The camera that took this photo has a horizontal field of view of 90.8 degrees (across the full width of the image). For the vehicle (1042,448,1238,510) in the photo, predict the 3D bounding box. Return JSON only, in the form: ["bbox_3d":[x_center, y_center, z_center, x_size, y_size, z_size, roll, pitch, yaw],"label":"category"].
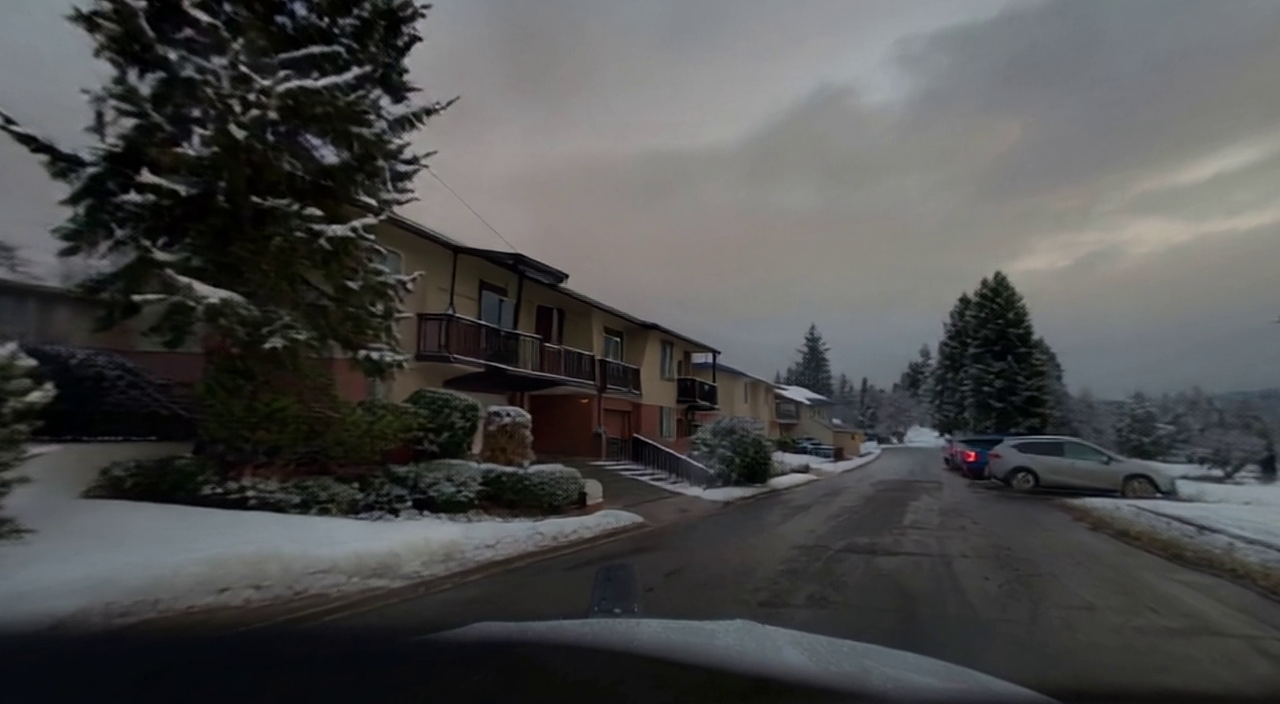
[{"bbox_3d":[14.245,3.616,18.361,4.195,1.446,1.979,-3,-11,33],"label":"vehicle"}]
